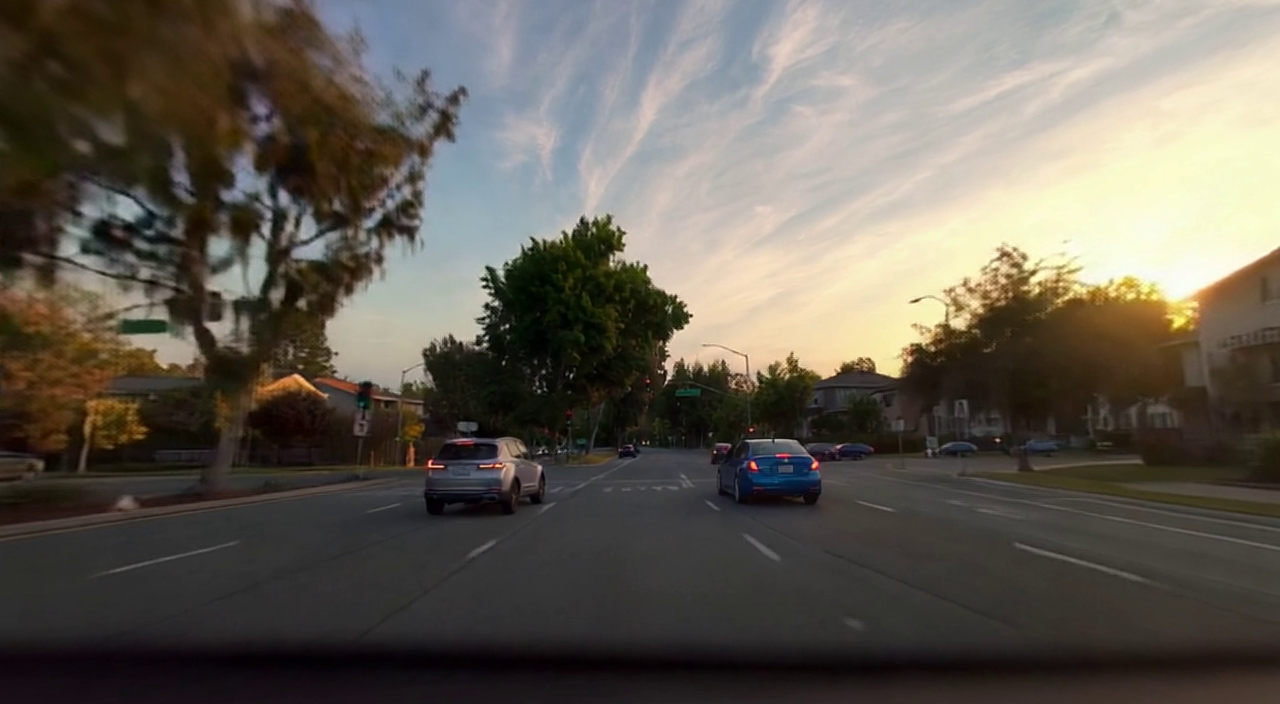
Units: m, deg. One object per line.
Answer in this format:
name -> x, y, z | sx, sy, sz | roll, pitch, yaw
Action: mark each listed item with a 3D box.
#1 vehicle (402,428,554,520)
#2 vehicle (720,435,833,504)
vehicle -> -3.338, 2.616, 14.117 | 2.045, 1.688, 4.632 | -1, -9, 2
vehicle -> 3.631, 3.199, 17.706 | 2.132, 1.659, 4.387 | 0, -9, -1
